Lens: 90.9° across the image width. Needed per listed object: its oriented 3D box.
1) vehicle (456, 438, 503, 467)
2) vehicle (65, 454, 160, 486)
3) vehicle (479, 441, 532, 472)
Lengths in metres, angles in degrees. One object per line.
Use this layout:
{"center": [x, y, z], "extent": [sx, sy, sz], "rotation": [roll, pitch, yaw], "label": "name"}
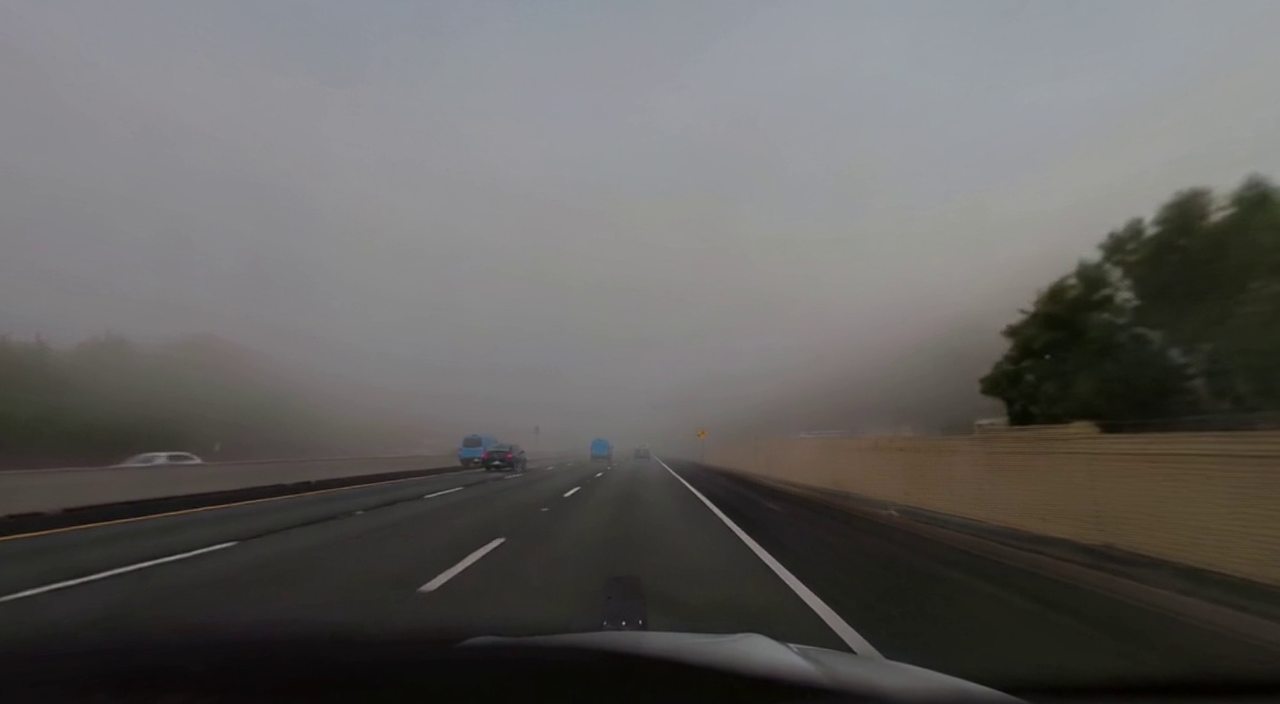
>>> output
{"center": [-10.970, 6.877, 43.447], "extent": [1.977, 1.870, 4.525], "rotation": [0, -8, 0], "label": "vehicle"}
{"center": [-24.598, 5.486, 29.561], "extent": [1.514, 1.344, 3.325], "rotation": [0, -8, 1], "label": "vehicle"}
{"center": [-7.462, 5.838, 35.393], "extent": [2.014, 1.598, 4.015], "rotation": [0, -8, 1], "label": "vehicle"}
